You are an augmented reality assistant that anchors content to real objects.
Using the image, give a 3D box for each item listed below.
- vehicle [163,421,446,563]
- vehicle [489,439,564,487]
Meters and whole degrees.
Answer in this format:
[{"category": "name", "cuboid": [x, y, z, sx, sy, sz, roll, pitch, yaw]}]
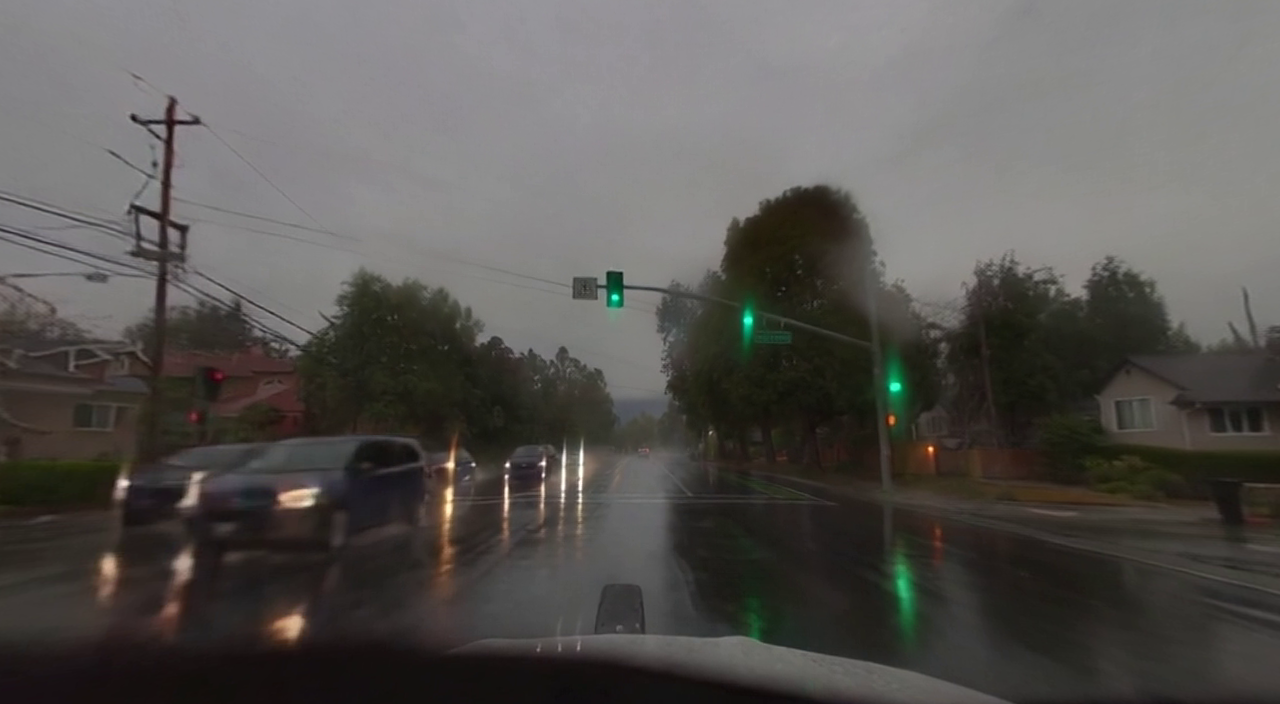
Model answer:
[{"category": "vehicle", "cuboid": [-4.580, 1.935, 9.488, 1.999, 1.652, 3.962, 0, -8, 1]}, {"category": "vehicle", "cuboid": [-4.464, 4.418, 25.570, 2.095, 1.731, 4.462, 0, -8, 1]}]
